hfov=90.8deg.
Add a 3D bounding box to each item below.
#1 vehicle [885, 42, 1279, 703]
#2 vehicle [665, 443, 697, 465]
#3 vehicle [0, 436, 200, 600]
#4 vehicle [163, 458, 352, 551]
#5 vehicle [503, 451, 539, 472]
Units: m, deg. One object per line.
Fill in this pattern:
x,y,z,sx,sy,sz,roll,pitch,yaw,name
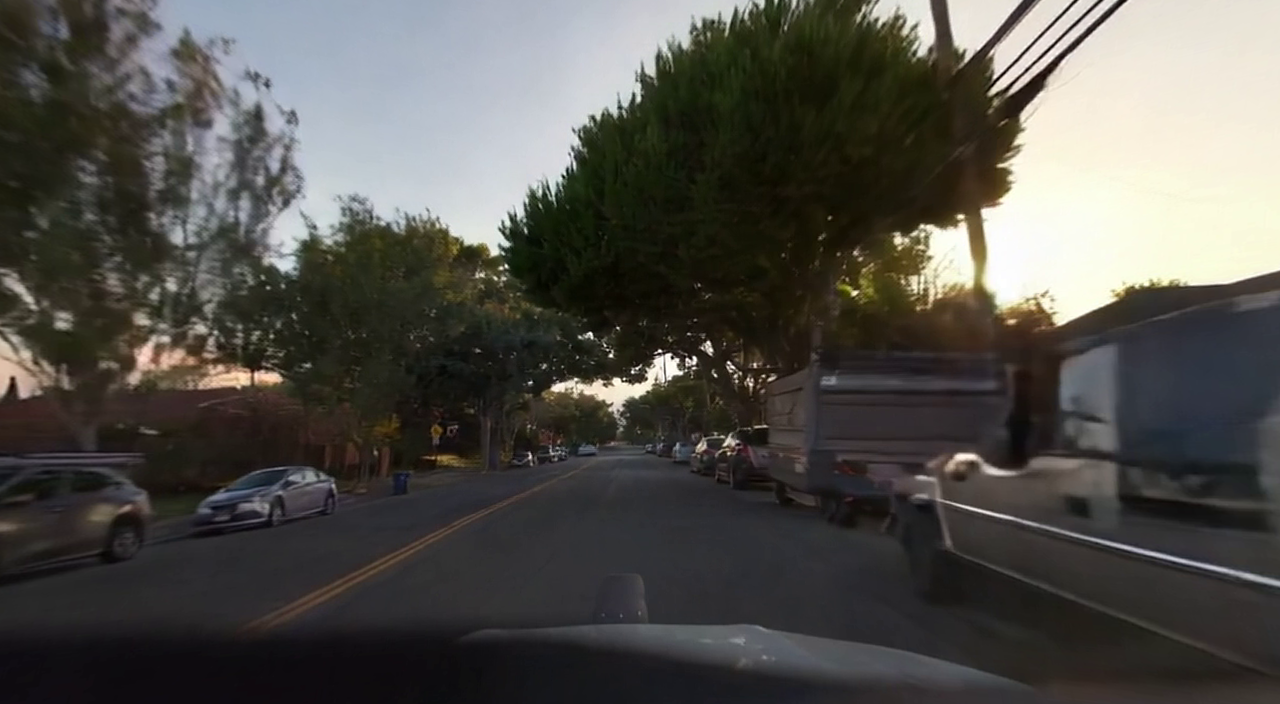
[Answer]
3.067,0.406,2.840,2.233,2.453,3.787,0,-9,-2,vehicle
2.964,7.455,46.493,1.927,1.529,4.144,0,-9,-3,vehicle
-8.477,2.155,8.324,2.163,1.841,4.679,-6,-7,-2,vehicle
-8.456,3.329,14.448,1.839,1.384,4.124,-7,-7,-2,vehicle
-8.730,8.051,46.559,1.937,1.427,4.510,0,-9,-2,vehicle
